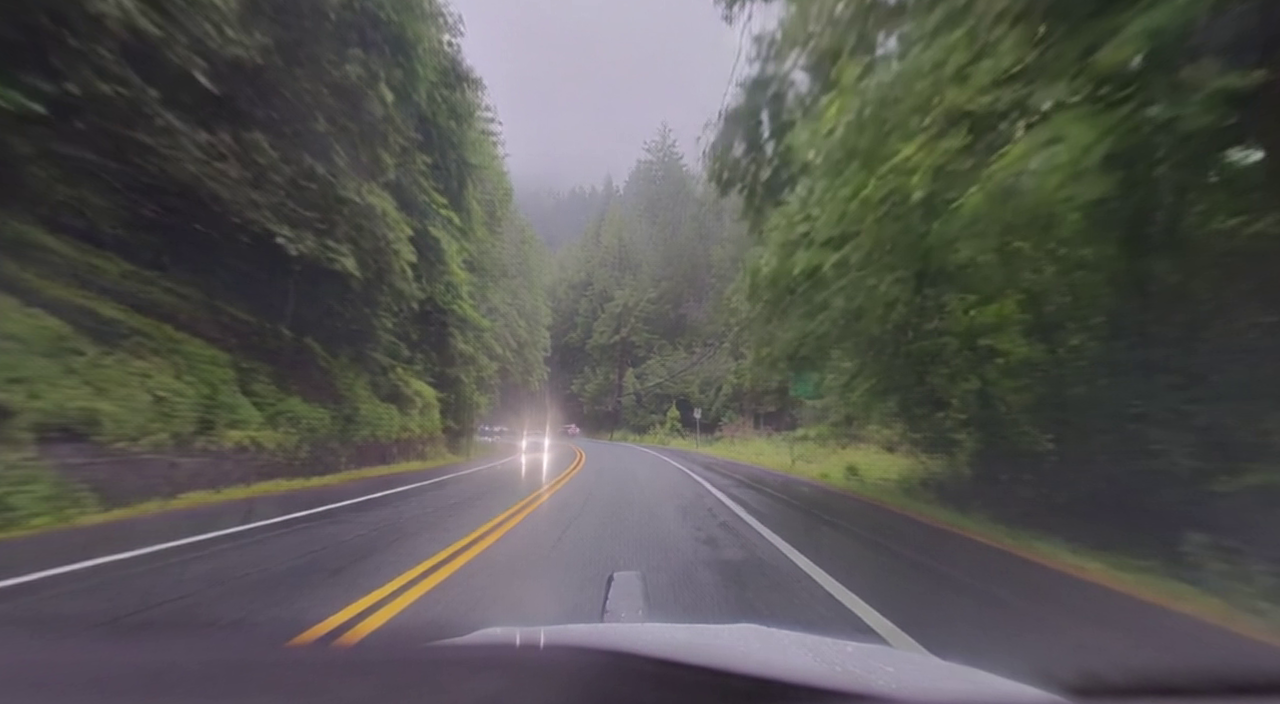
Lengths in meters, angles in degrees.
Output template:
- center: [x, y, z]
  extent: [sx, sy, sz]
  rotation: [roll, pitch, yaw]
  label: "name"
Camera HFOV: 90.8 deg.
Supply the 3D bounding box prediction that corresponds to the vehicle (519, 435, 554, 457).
- center: [-7.141, 6.513, 43.898]
  extent: [2.060, 1.466, 4.263]
  rotation: [1, -8, -5]
  label: "vehicle"
